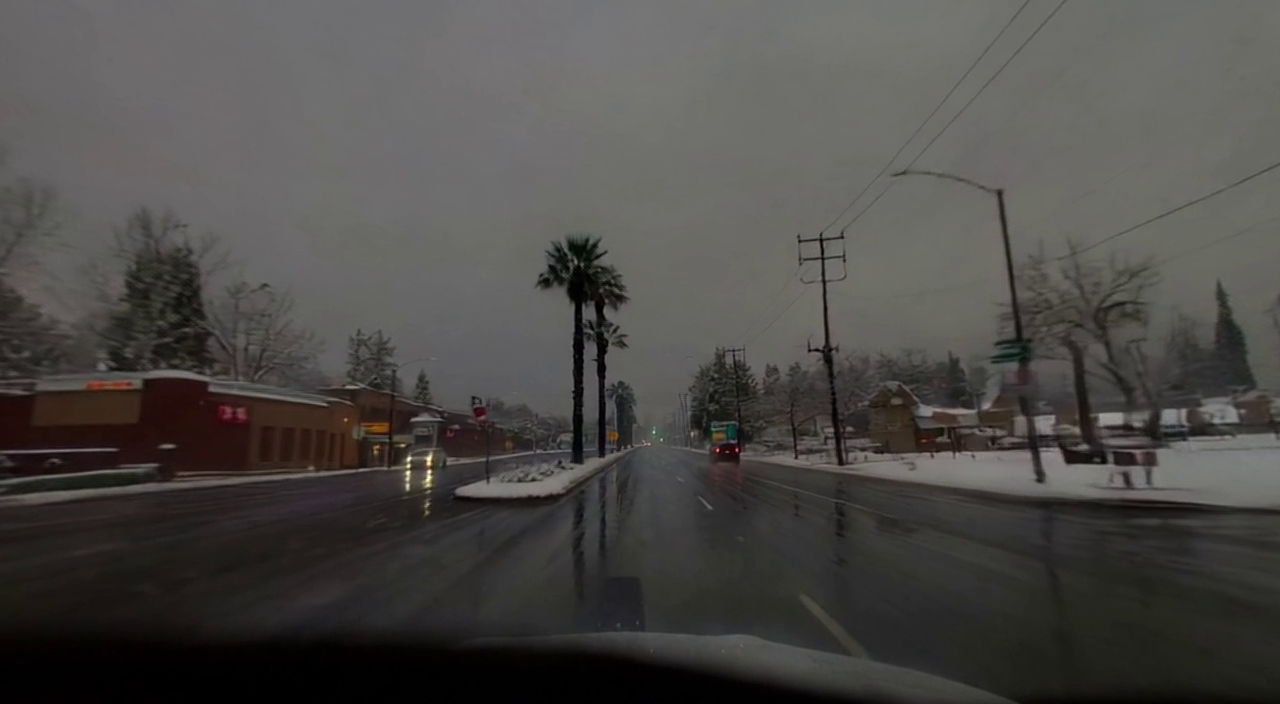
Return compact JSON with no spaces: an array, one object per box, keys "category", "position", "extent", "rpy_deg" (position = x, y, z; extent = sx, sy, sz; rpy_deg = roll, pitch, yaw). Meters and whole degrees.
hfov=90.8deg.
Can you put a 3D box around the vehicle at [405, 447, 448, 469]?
[{"category":"vehicle","position":[-16.322,8.095,48.516],"extent":[1.916,1.545,3.896],"rpy_deg":[0,-8,-1]}]

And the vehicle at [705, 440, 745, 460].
[{"category":"vehicle","position":[6.383,7.428,47.944],"extent":[2.261,1.479,4.403],"rpy_deg":[0,-8,-2]}]
